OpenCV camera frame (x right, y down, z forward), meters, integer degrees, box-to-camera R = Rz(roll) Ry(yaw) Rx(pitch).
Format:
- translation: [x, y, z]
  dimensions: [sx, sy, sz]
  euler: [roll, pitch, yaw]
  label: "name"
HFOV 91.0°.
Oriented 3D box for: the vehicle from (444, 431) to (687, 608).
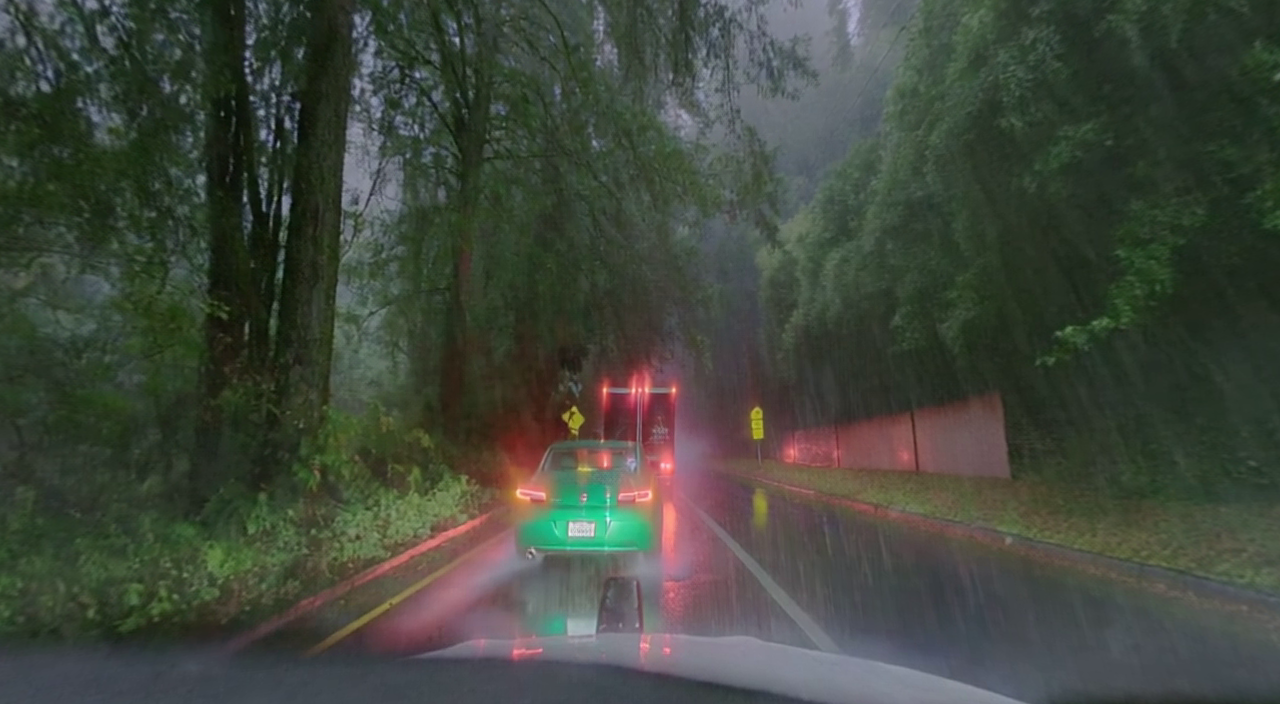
- translation: [-0.628, 1.749, 7.504]
  dimensions: [2.076, 1.490, 4.078]
  euler: [0, -9, 0]
  label: "vehicle"
